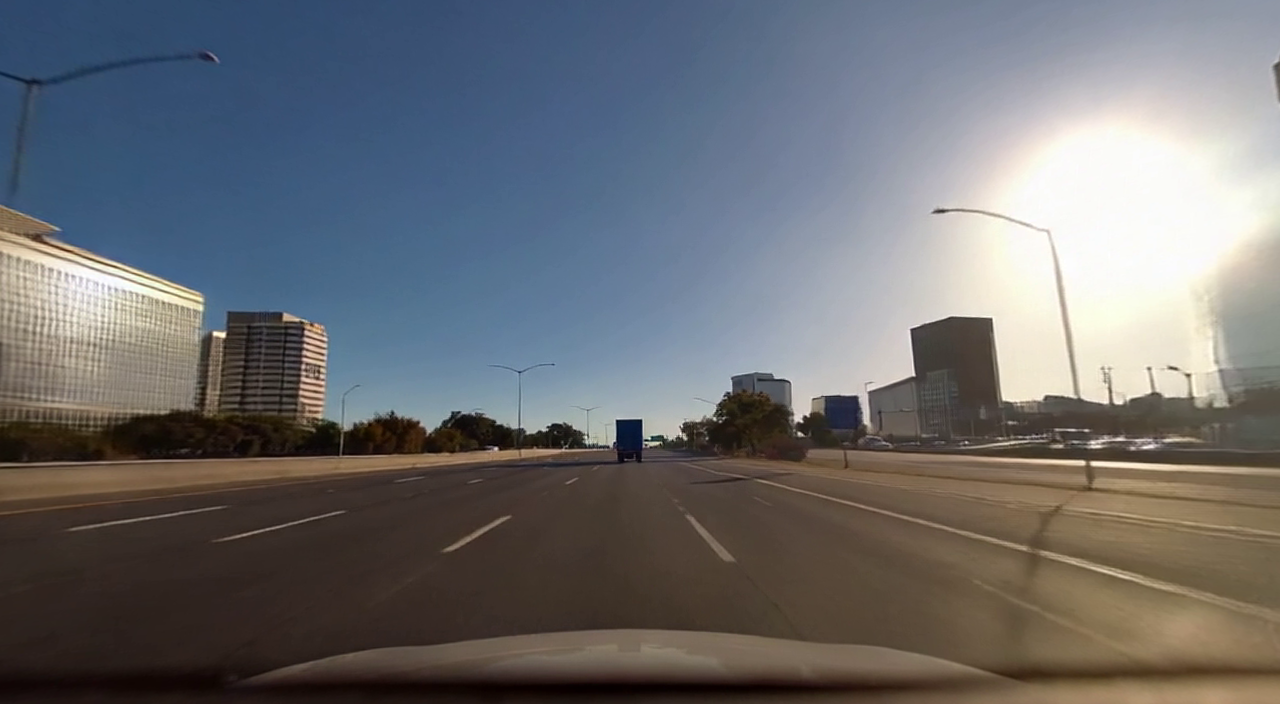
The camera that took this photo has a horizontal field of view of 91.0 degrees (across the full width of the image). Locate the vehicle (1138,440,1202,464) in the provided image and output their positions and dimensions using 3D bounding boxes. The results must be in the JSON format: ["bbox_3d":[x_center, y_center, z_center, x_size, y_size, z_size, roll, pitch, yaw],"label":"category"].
[{"bbox_3d":[35.143,6.619,41.902,1.802,1.508,4.220,-4,-9,20],"label":"vehicle"}]
